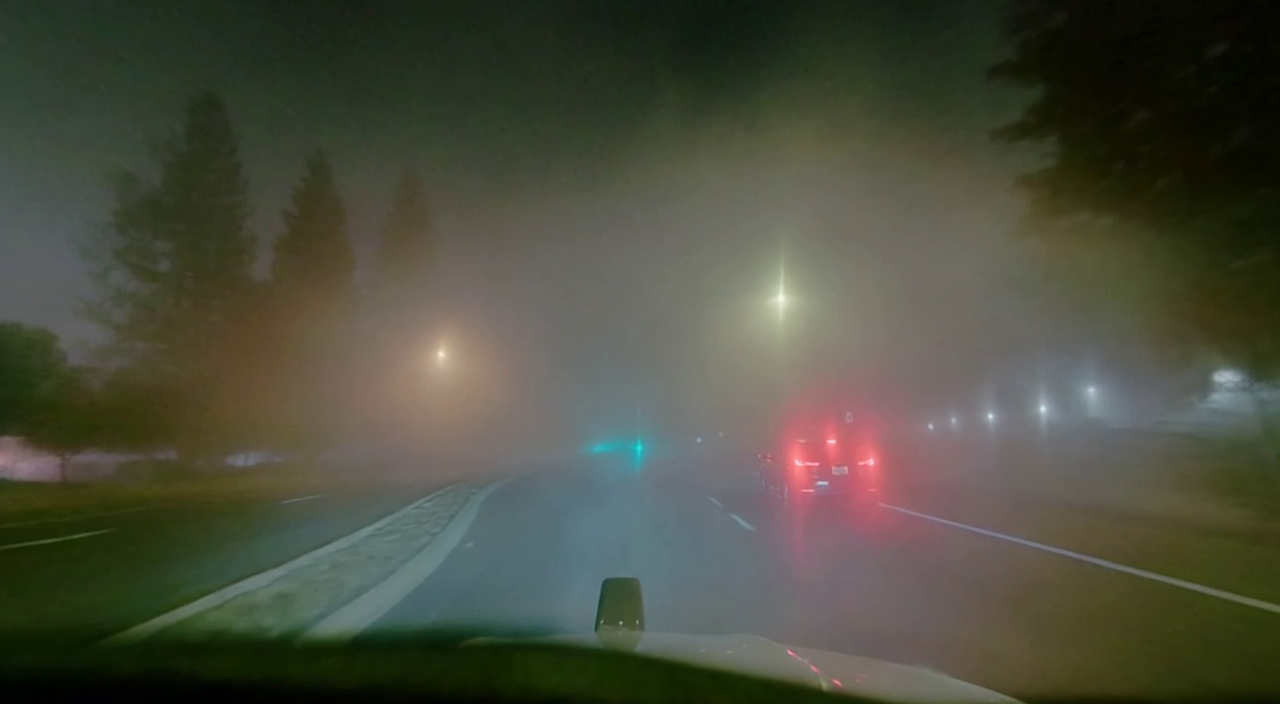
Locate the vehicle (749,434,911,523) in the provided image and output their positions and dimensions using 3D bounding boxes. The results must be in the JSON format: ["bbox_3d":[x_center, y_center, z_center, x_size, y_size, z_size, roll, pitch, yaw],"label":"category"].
[{"bbox_3d":[3.510,2.417,12.575,1.852,1.453,4.083,0,-9,-1],"label":"vehicle"}]
